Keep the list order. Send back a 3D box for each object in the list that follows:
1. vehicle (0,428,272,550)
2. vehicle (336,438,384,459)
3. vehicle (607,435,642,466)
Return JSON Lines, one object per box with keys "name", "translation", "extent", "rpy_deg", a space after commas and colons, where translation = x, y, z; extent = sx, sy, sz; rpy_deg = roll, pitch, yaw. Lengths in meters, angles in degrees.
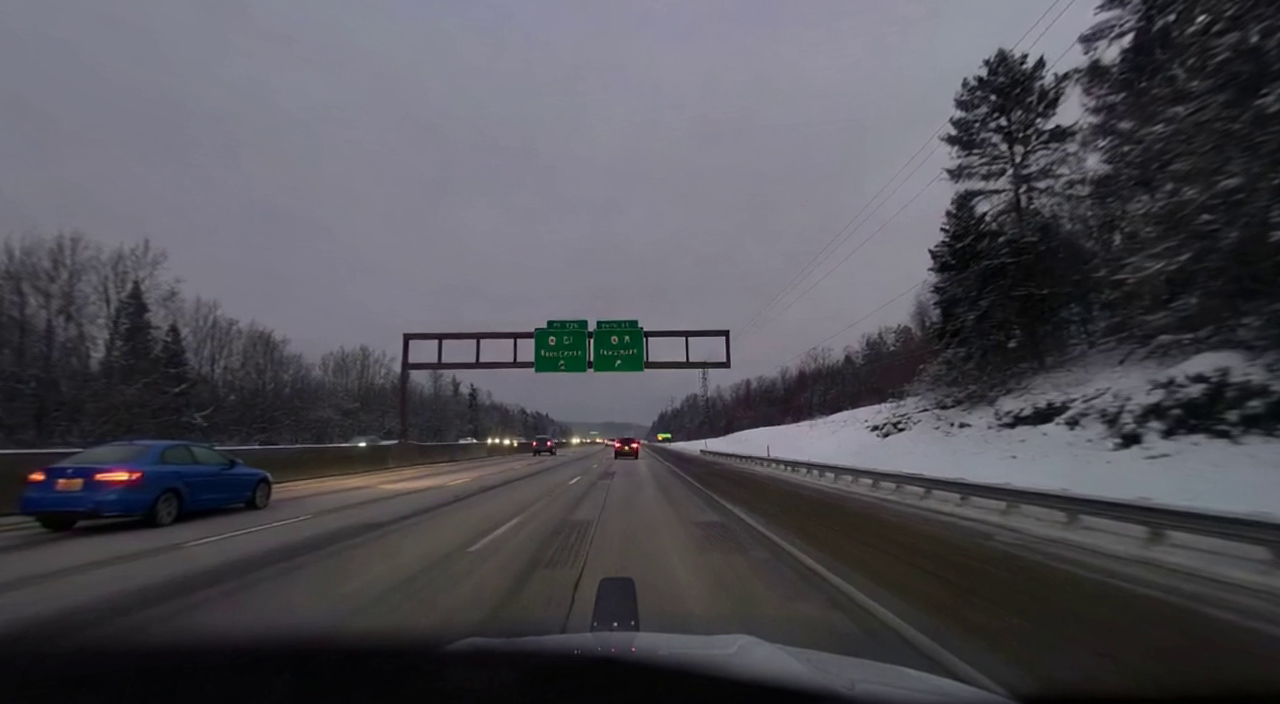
{"name": "vehicle", "translation": [-8.146, 2.002, 9.966], "extent": [2.047, 1.486, 4.306], "rpy_deg": [0, -8, -1]}
{"name": "vehicle", "translation": [-20.124, 6.928, 45.331], "extent": [1.750, 1.449, 3.748], "rpy_deg": [0, -8, -1]}
{"name": "vehicle", "translation": [-0.935, 5.949, 38.142], "extent": [2.040, 1.715, 3.906], "rpy_deg": [0, -8, -1]}
